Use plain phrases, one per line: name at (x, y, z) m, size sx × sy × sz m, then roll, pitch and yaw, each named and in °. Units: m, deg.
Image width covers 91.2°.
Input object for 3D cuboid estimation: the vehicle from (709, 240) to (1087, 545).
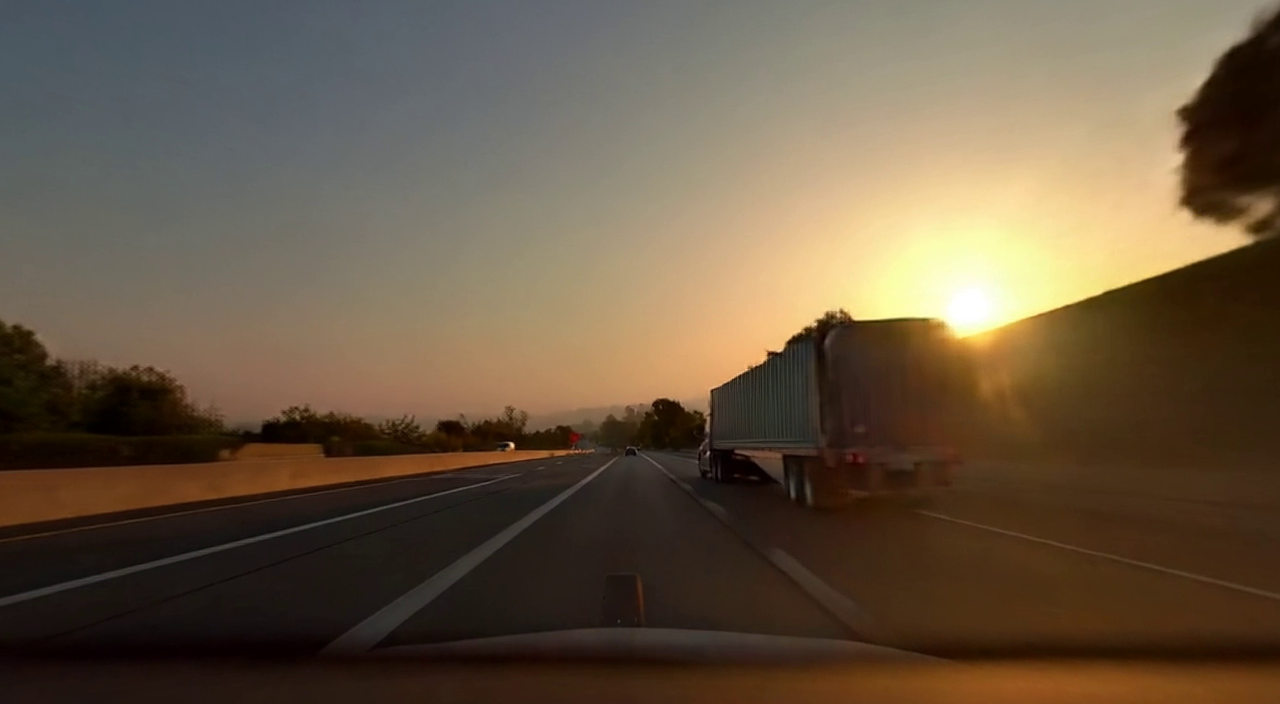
vehicle at (3.997, 1.518, 15.024) m, size 2.922 × 3.905 × 14.151 m, roll 0°, pitch -9°, yaw -1°
